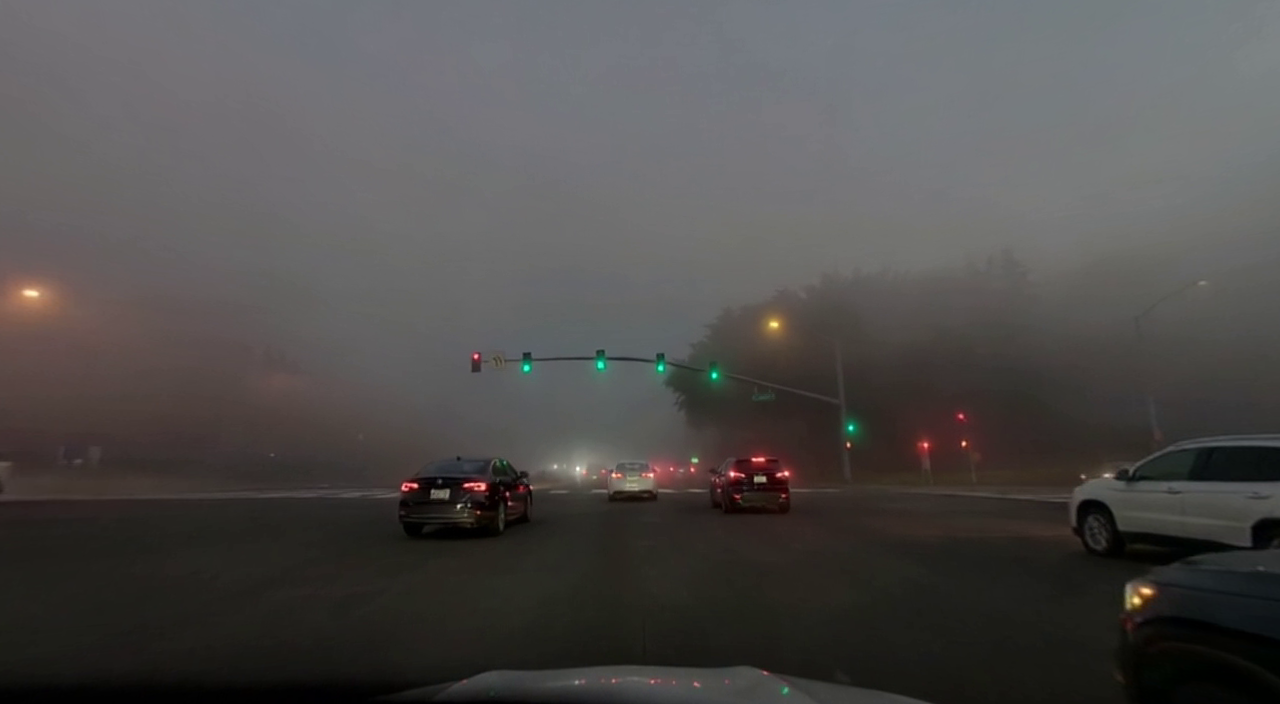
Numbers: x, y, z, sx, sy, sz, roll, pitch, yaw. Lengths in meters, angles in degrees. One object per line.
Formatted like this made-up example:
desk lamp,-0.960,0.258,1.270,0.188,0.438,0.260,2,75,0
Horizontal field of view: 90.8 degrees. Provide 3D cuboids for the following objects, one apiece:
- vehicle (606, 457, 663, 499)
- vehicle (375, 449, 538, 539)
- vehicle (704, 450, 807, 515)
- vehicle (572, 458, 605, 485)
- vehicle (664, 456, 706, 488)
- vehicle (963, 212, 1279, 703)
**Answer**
vehicle,-0.253,5.032,25.578,2.098,1.461,3.958,0,-8,-1
vehicle,-3.541,2.814,13.236,2.045,1.463,4.490,0,-8,0
vehicle,3.196,3.716,18.614,1.996,1.566,4.917,0,-8,-2
vehicle,-3.657,8.647,45.885,2.033,1.714,4.278,0,-8,0
vehicle,2.697,7.395,39.221,2.138,1.778,4.422,0,-8,-2
vehicle,2.764,0.411,0.520,2.153,1.853,5.235,0,-8,-1
